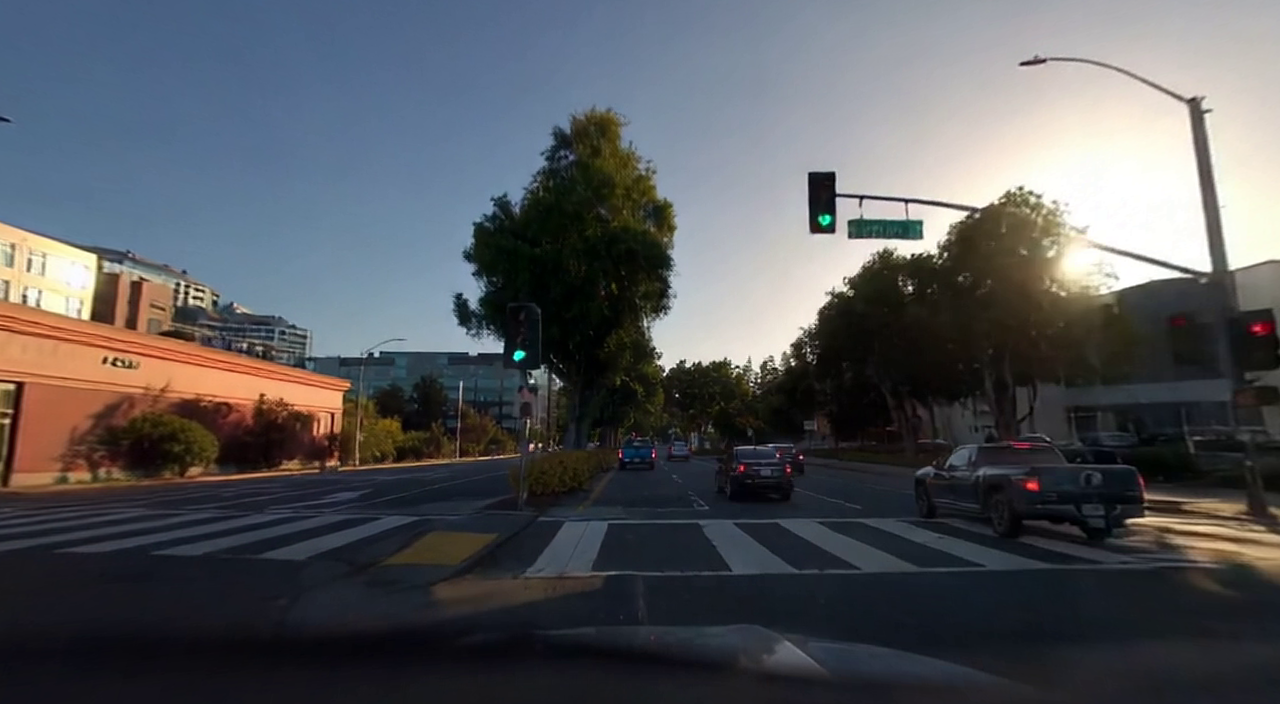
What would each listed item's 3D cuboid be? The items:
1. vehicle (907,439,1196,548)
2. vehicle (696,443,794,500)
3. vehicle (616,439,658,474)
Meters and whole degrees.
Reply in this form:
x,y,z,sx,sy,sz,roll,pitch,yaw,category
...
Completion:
x,y,z,sx,sy,sz,roll,pitch,yaw,category
6.604,2.271,10.969,1.855,1.469,4.598,0,-8,-1,vehicle
2.941,3.458,18.767,2.057,1.463,4.365,0,-8,-2,vehicle
-0.189,6.069,36.978,2.344,1.883,4.572,0,-8,-1,vehicle
